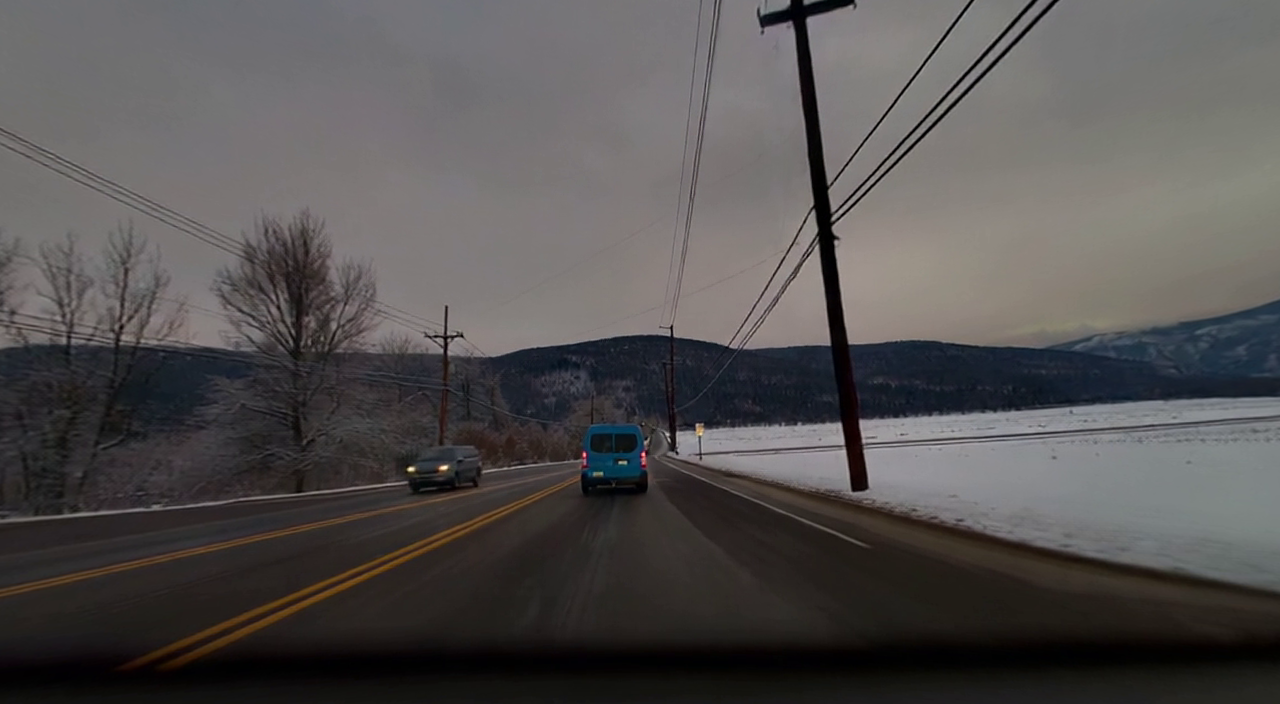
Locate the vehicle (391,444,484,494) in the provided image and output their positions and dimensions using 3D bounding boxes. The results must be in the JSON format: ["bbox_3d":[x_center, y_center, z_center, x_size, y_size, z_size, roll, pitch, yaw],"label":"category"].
[{"bbox_3d":[-8.809,5.092,27.903,2.089,1.946,4.979,-1,-8,5],"label":"vehicle"}]

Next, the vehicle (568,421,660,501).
[{"bbox_3d":[-0.739,3.261,19.268,2.454,2.144,4.535,0,-8,-1],"label":"vehicle"}]
